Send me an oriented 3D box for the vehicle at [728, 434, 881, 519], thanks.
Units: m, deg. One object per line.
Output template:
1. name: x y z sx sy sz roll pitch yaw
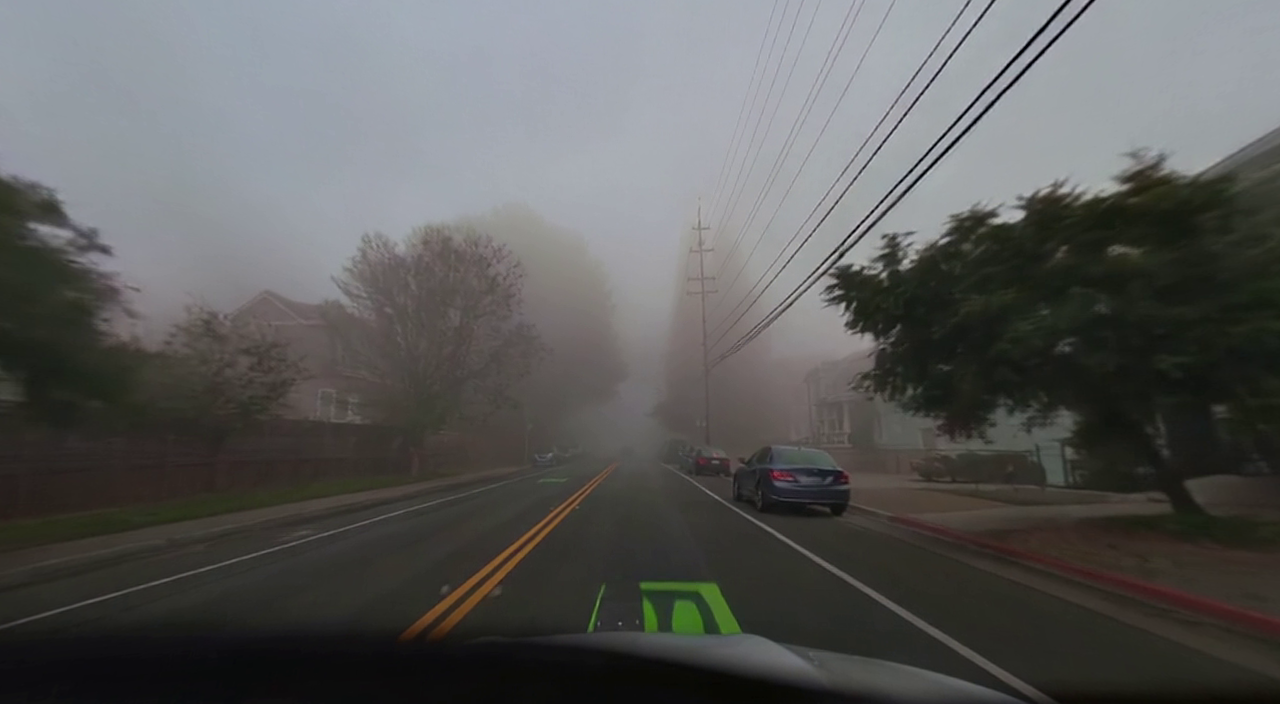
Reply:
1. vehicle: 3.414 2.693 14.273 2.024 1.554 4.867 0 -8 -2

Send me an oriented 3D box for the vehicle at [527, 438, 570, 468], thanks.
1. vehicle: -6.760 7.564 47.171 2.451 2.099 5.112 -1 -10 0

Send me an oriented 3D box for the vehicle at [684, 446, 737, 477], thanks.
1. vehicle: 3.295 5.234 30.475 1.967 1.382 4.361 0 -8 -1
